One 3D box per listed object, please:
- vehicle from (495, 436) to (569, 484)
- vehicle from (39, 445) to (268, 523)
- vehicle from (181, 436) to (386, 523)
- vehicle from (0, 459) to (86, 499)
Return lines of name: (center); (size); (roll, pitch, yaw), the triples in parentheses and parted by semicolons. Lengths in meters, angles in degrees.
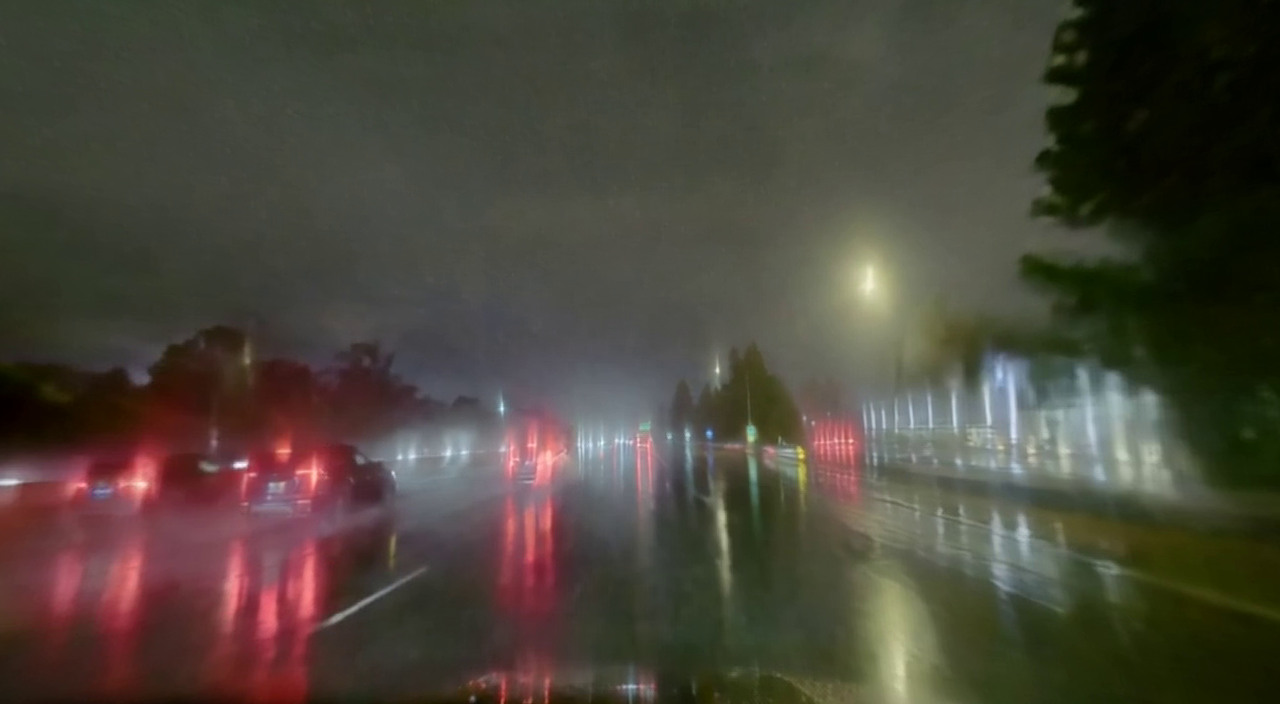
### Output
vehicle: (-4.273, 4.336, 25.664); (2.158, 1.717, 4.375); (-1, -8, 1)
vehicle: (-11.714, 3.158, 15.700); (2.003, 1.595, 4.532); (-1, -8, 1)
vehicle: (-7.940, 2.853, 14.702); (2.071, 1.661, 4.540); (-1, -8, 1)
vehicle: (-27.626, 5.586, 27.797); (1.945, 1.532, 4.780); (-1, -8, 0)
